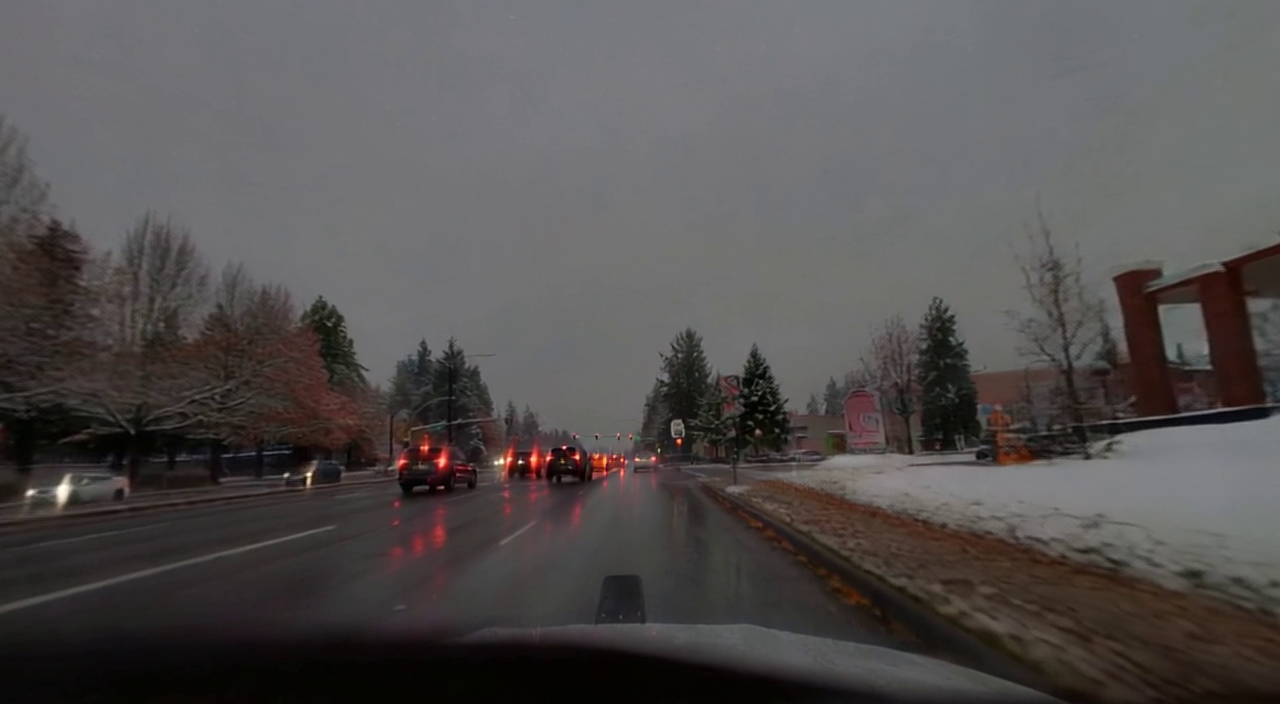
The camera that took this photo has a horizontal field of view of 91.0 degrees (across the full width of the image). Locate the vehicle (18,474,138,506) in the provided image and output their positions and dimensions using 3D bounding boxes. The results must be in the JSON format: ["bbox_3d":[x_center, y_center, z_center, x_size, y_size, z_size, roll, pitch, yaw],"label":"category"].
[{"bbox_3d":[-33.967,8.323,38.272,2.096,1.699,4.912,-4,-10,18],"label":"vehicle"}]

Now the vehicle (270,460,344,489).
[{"bbox_3d":[-19.812,7.290,37.696,1.826,1.493,4.383,0,-9,2],"label":"vehicle"}]

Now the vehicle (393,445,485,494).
[{"bbox_3d":[-7.342,4.332,23.502,1.932,1.596,4.247,0,-9,2],"label":"vehicle"}]

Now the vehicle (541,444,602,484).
[{"bbox_3d":[-3.046,5.125,28.970,2.165,1.663,4.513,0,-9,2],"label":"vehicle"}]

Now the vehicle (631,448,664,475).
[{"bbox_3d":[0.464,7.353,42.434,2.144,1.704,4.028,1,-9,0],"label":"vehicle"}]

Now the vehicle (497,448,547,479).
[{"bbox_3d":[-7.175,6.821,38.797,2.069,1.719,4.441,0,-9,2],"label":"vehicle"}]
